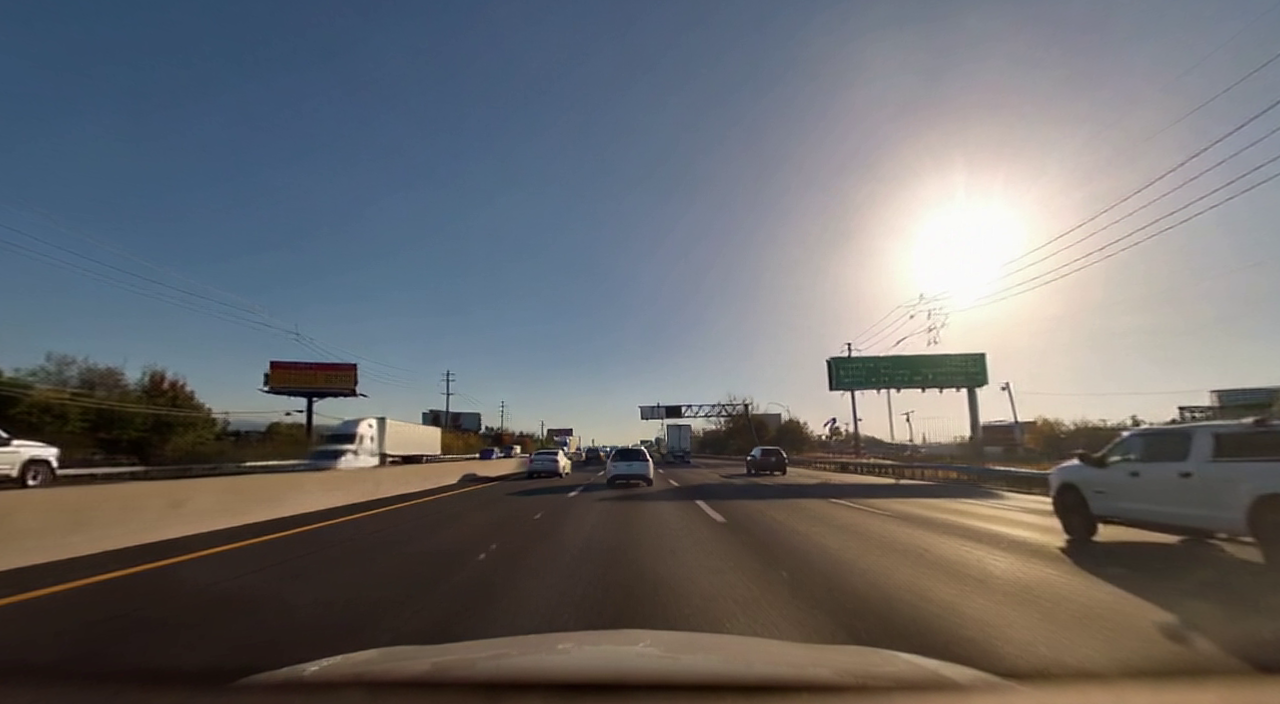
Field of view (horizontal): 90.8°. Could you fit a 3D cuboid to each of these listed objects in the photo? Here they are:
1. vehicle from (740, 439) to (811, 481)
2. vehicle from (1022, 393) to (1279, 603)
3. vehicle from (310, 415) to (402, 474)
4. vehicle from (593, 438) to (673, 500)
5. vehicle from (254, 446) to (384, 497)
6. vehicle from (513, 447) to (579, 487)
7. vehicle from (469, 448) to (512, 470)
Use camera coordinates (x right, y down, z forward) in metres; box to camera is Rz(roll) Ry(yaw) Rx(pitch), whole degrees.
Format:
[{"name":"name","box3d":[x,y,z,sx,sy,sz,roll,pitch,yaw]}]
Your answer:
[{"name":"vehicle","box3d":[6.822,5.517,32.563,2.302,1.973,5.502,0,-9,-1]},{"name":"vehicle","box3d":[6.755,1.464,6.669,2.086,1.862,5.232,0,-9,-1]},{"name":"vehicle","box3d":[-20.626,6.848,46.551,3.012,3.940,8.053,0,-9,-1]},{"name":"vehicle","box3d":[-0.212,3.533,19.450,2.191,1.685,4.015,0,-9,-1]},{"name":"vehicle","box3d":[-10.553,3.933,21.214,2.008,1.500,4.376,0,-9,0]},{"name":"vehicle","box3d":[-3.808,4.748,26.509,2.025,1.498,4.675,0,-9,1]},{"name":"vehicle","box3d":[-10.965,7.870,46.791,1.857,1.524,5.060,0,-9,1]}]
